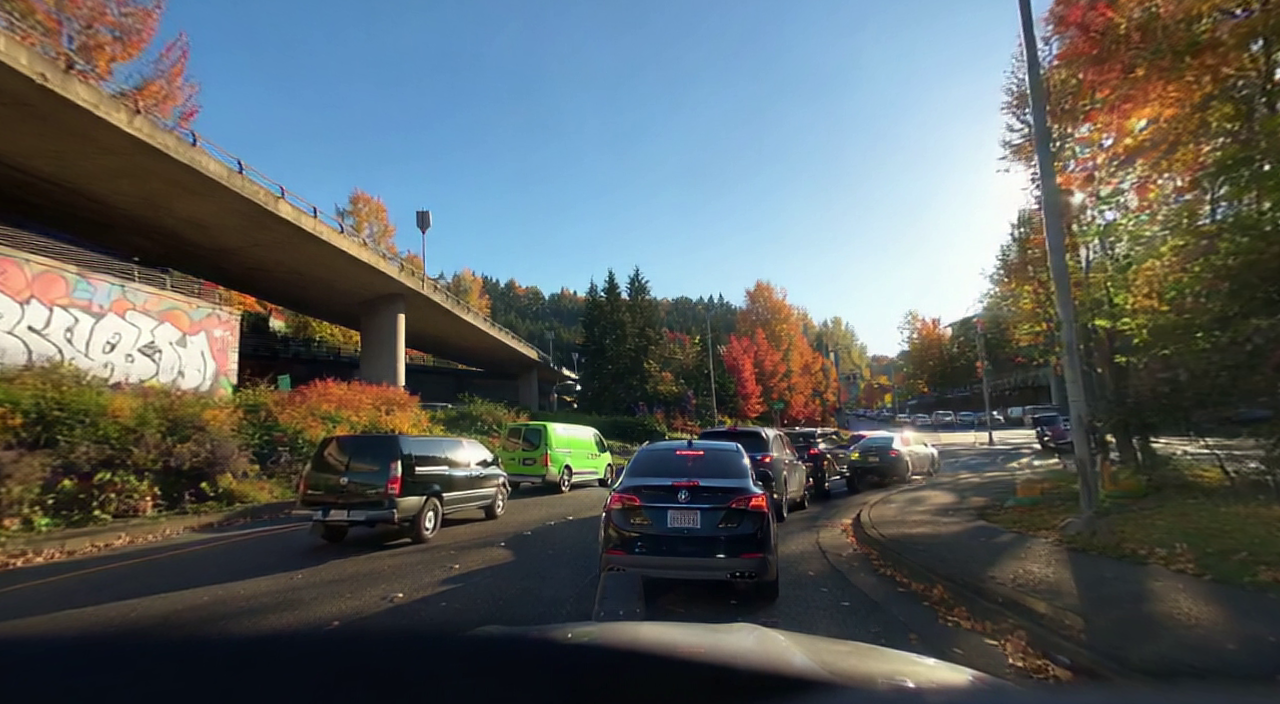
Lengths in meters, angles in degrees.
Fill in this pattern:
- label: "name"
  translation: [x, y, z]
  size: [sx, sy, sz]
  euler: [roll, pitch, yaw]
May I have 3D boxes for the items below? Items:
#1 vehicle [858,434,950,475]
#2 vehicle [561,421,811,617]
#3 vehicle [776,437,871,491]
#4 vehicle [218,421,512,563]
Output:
- label: "vehicle"
  translation: [10.563, 4.071, 24.956]
  size: [3.934, 1.485, 1.763]
  euler: [8, -12, -42]
- label: "vehicle"
  translation: [0.777, 1.630, 7.008]
  size: [2.064, 1.515, 3.722]
  euler: [-3, -9, 14]
- label: "vehicle"
  translation: [5.642, 3.339, 18.961]
  size: [1.780, 1.446, 3.902]
  euler: [-6, -10, 30]
- label: "vehicle"
  translation: [-3.562, 1.891, 9.146]
  size: [1.921, 1.554, 4.081]
  euler: [-2, -9, 10]
